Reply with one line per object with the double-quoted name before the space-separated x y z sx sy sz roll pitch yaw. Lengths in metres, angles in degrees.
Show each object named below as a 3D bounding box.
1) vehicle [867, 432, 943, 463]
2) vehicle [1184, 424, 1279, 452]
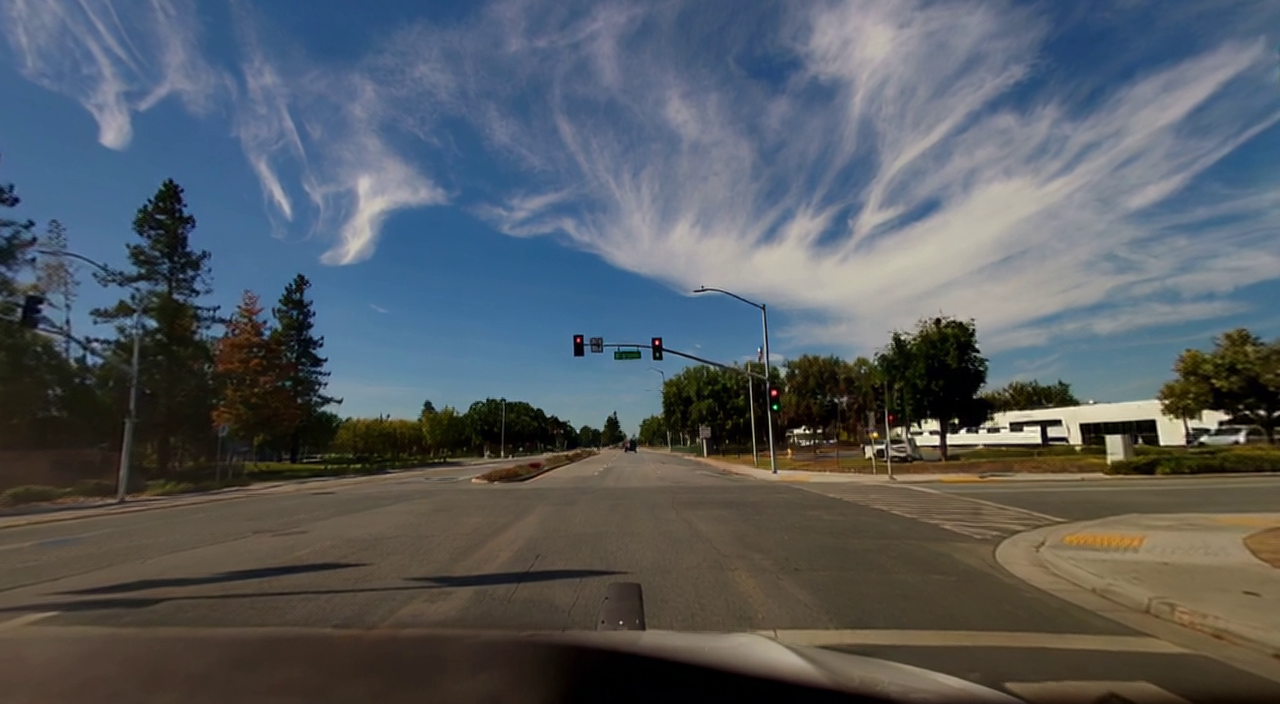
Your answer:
"vehicle" 14.966 5.466 35.951 1.959 1.471 4.570 -4 -9 -5
"vehicle" 34.106 4.975 36.303 1.832 1.521 4.266 0 -9 0
